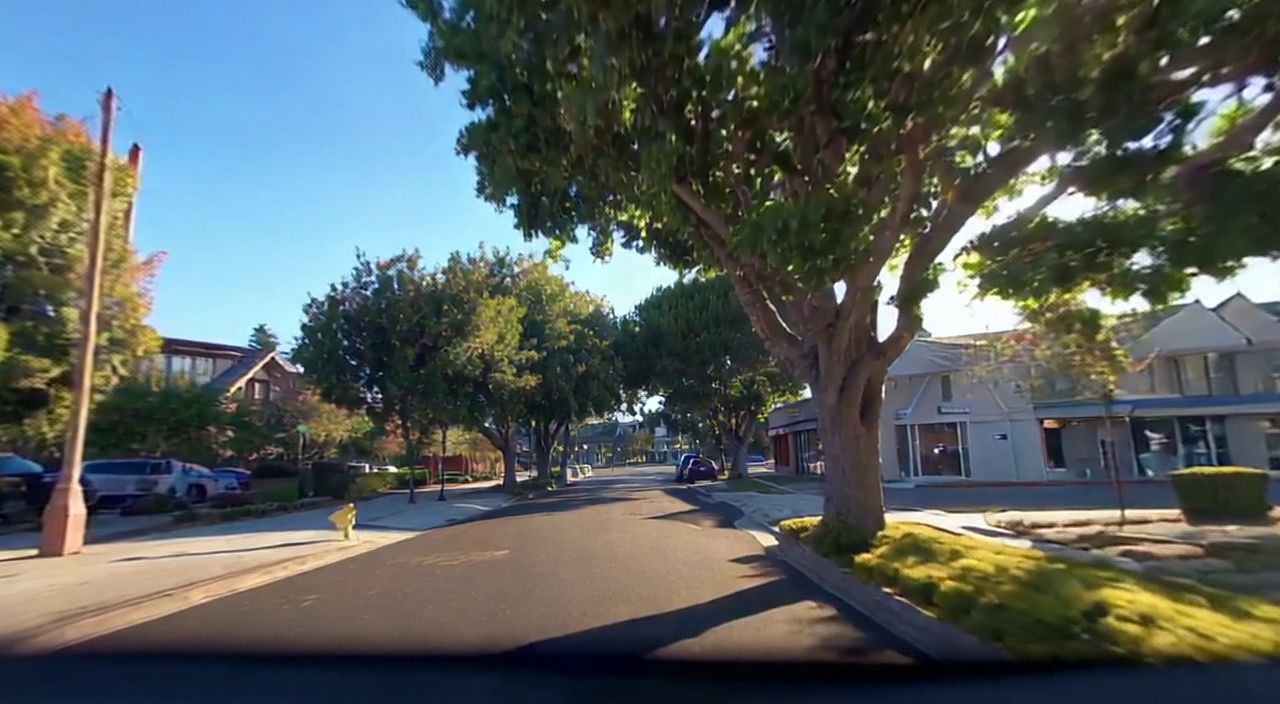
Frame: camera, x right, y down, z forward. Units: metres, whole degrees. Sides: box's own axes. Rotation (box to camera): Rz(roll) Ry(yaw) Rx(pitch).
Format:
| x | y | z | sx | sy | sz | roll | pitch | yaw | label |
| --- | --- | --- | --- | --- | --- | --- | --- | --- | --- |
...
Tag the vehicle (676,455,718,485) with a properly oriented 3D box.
| x | y | z | sx | sy | sz | roll | pitch | yaw | label |
| --- | --- | --- | --- | --- | --- | --- | --- | --- | --- |
| 3.162 | 6.672 | 35.921 | 2.064 | 1.532 | 4.596 | 0 | -9 | 1 | vehicle |
